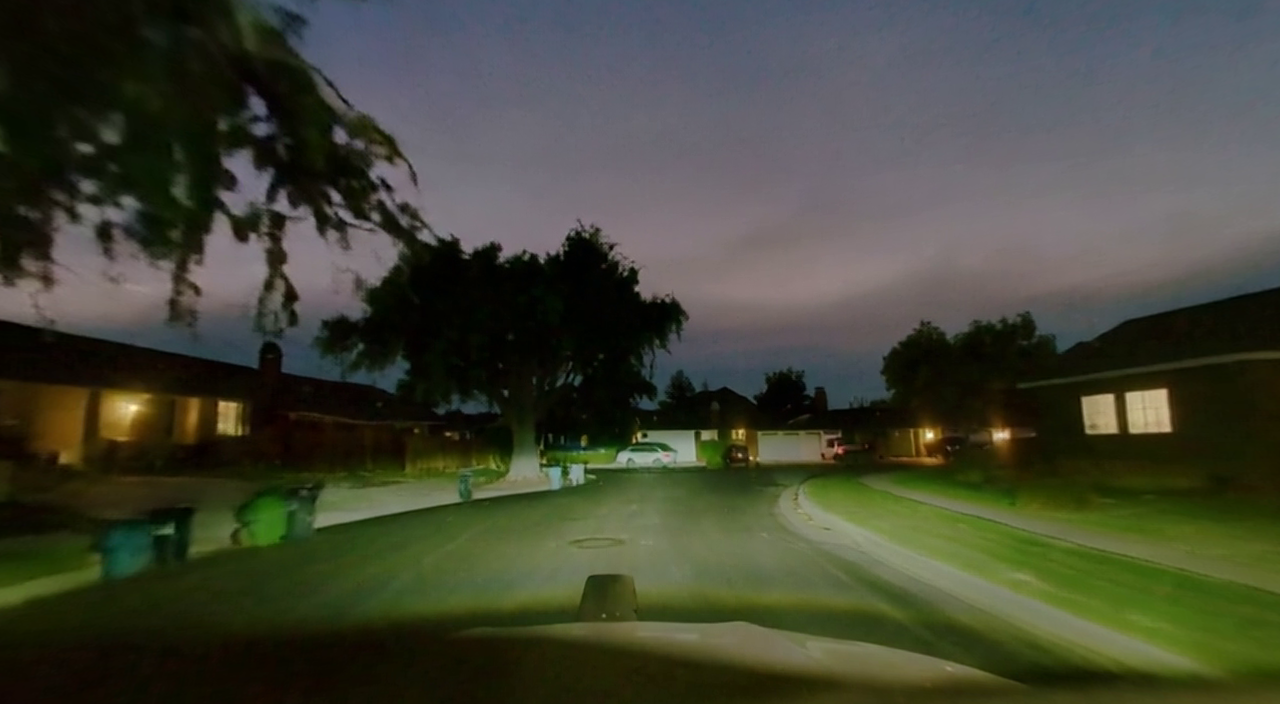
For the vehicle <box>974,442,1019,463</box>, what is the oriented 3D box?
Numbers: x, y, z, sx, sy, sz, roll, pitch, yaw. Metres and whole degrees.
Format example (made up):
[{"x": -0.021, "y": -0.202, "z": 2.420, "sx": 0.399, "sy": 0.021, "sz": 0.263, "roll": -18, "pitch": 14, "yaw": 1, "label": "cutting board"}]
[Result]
[{"x": 27.565, "y": 7.798, "z": 48.988, "sx": 1.873, "sy": 1.556, "sz": 4.216, "roll": -2, "pitch": -9, "yaw": 14, "label": "vehicle"}]
